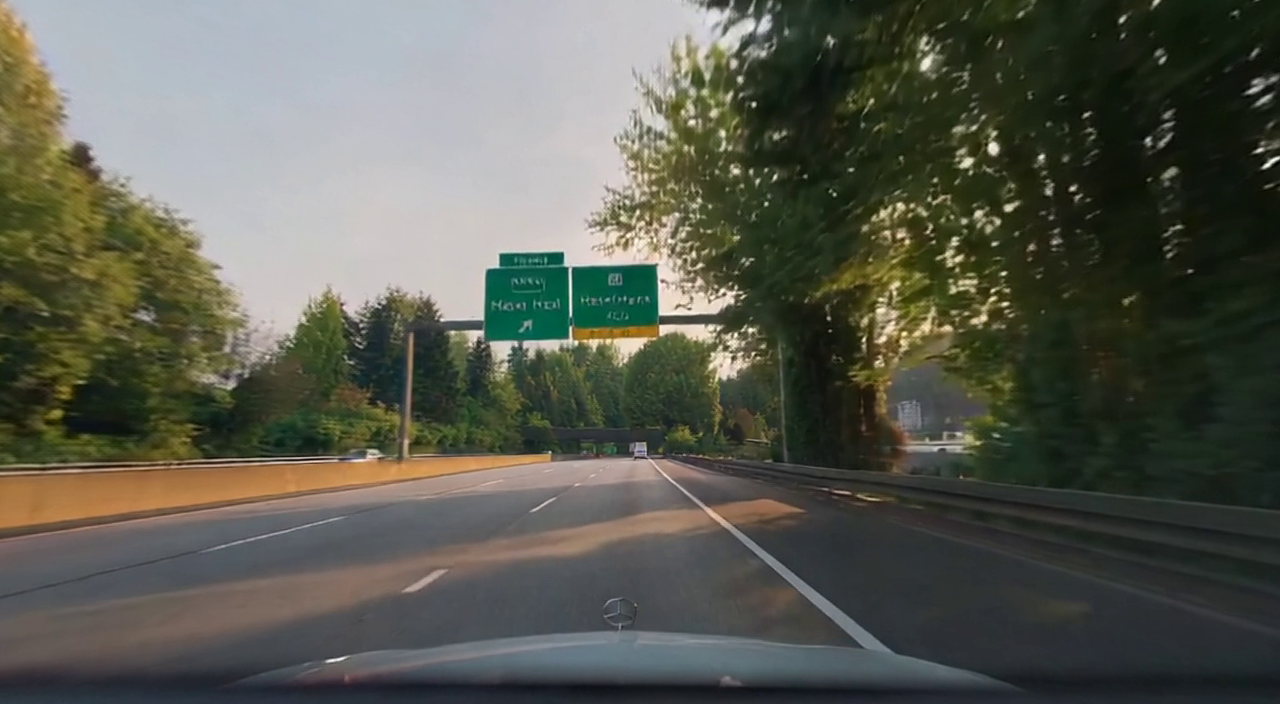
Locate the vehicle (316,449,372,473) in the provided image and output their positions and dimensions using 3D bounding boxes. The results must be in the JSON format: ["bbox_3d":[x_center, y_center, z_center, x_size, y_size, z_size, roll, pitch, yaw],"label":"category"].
[{"bbox_3d":[-20.227,7.475,43.193,1.801,1.543,4.283,0,-9,0],"label":"vehicle"}]
